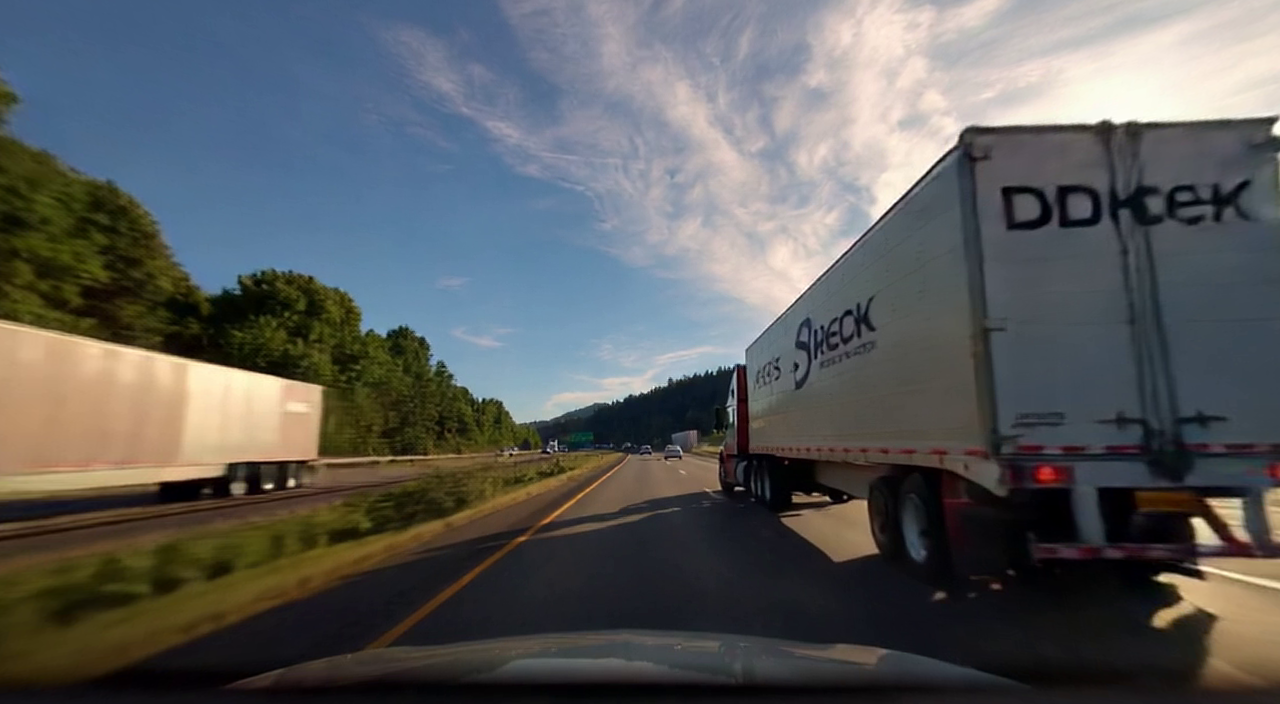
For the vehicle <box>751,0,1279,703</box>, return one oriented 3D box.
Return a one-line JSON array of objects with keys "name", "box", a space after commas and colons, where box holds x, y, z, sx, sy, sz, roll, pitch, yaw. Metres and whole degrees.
[{"name": "vehicle", "box": [3.768, 0.438, 7.742, 3.025, 4.010, 9.542, 0, -9, 0]}]
